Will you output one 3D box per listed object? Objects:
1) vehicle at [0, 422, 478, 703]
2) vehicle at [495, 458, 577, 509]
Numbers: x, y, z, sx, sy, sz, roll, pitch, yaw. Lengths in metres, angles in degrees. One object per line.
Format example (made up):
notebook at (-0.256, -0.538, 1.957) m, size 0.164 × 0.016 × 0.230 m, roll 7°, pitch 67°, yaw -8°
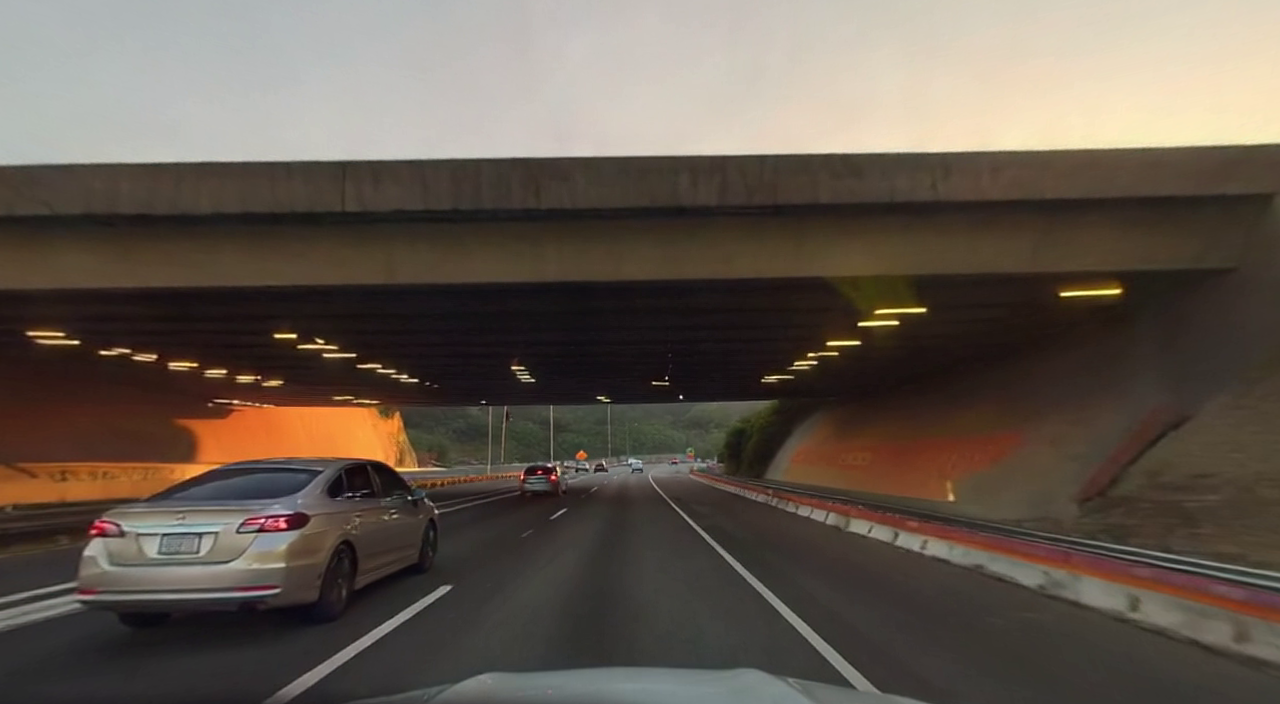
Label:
vehicle at (-3.213, 1.581, 5.792) m, size 2.023 × 1.507 × 5.082 m, roll 1°, pitch -10°, yaw 1°
vehicle at (-3.298, 4.279, 20.707) m, size 1.992 × 1.466 × 3.690 m, roll 1°, pitch -10°, yaw 1°
